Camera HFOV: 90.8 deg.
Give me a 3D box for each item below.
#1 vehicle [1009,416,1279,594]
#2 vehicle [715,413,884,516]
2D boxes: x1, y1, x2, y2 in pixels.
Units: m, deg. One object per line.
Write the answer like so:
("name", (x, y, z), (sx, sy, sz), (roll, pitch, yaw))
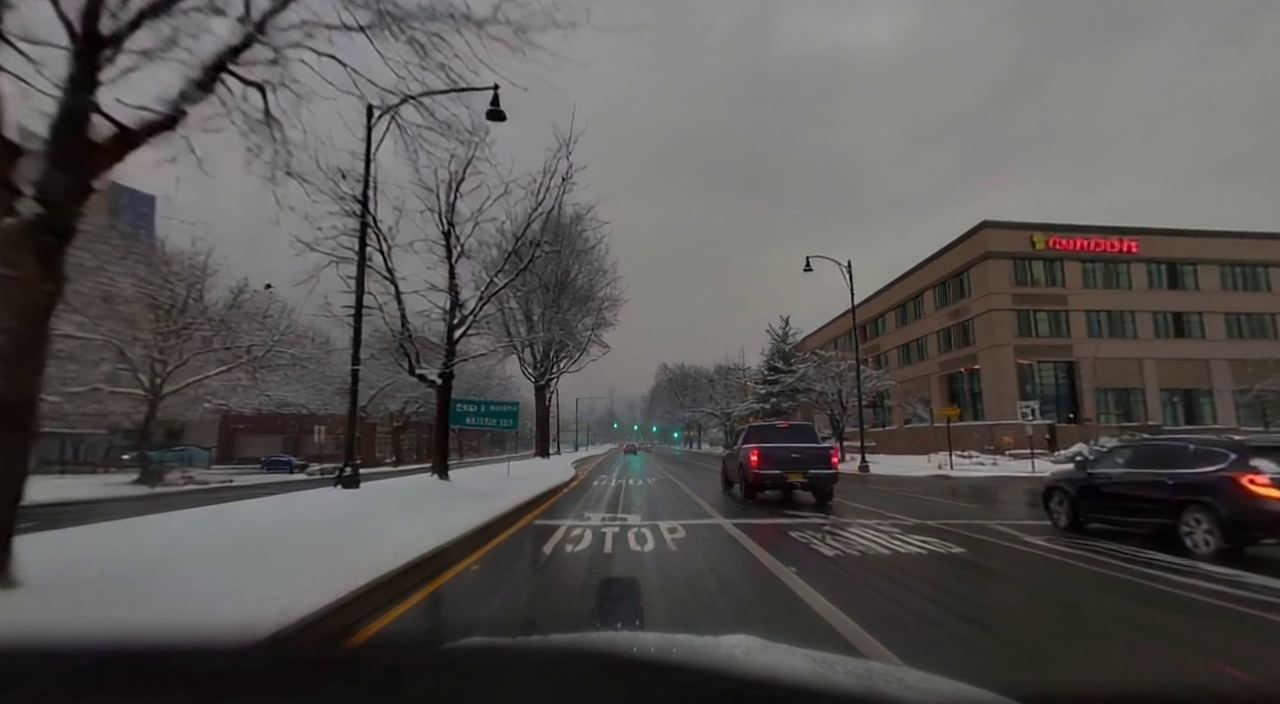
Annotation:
("vehicle", (6.847, 1.658, 7.712), (2.088, 1.524, 5.085), (-1, -9, 6))
("vehicle", (3.399, 2.566, 14.876), (2.505, 1.971, 5.162), (0, -9, -1))
